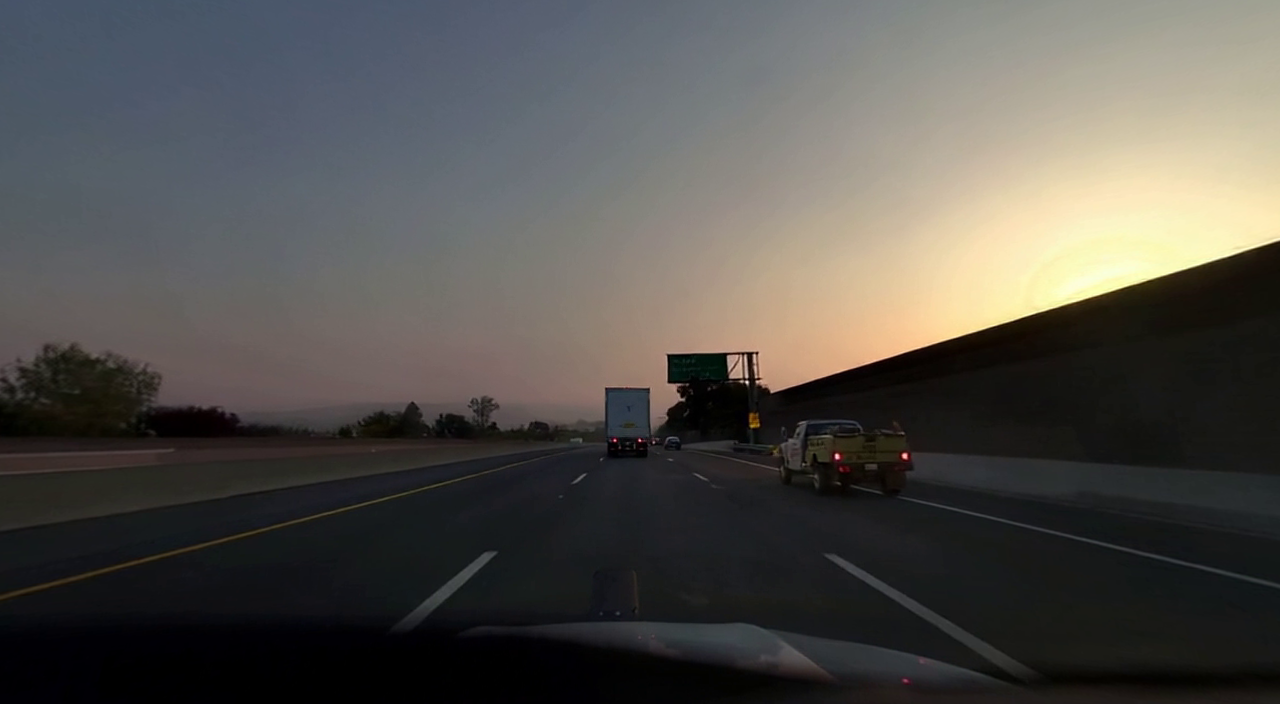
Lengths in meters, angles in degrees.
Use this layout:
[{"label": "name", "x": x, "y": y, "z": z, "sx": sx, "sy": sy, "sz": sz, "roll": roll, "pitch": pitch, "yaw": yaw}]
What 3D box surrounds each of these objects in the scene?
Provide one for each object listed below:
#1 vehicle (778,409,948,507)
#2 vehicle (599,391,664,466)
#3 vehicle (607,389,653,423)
[{"label": "vehicle", "x": 4.729, "y": 2.310, "z": 14.247, "sx": 2.091, "sy": 1.829, "sz": 4.625, "roll": 0, "pitch": -8, "yaw": -1}, {"label": "vehicle", "x": -0.668, "y": 4.288, "z": 35.687, "sx": 2.953, "sy": 3.406, "sz": 13.372, "roll": 1, "pitch": -7, "yaw": -2}, {"label": "vehicle", "x": -0.493, "y": 2.755, "z": 31.240, "sx": 2.112, "sy": 1.472, "sz": 4.240, "roll": 0, "pitch": -8, "yaw": -1}]
